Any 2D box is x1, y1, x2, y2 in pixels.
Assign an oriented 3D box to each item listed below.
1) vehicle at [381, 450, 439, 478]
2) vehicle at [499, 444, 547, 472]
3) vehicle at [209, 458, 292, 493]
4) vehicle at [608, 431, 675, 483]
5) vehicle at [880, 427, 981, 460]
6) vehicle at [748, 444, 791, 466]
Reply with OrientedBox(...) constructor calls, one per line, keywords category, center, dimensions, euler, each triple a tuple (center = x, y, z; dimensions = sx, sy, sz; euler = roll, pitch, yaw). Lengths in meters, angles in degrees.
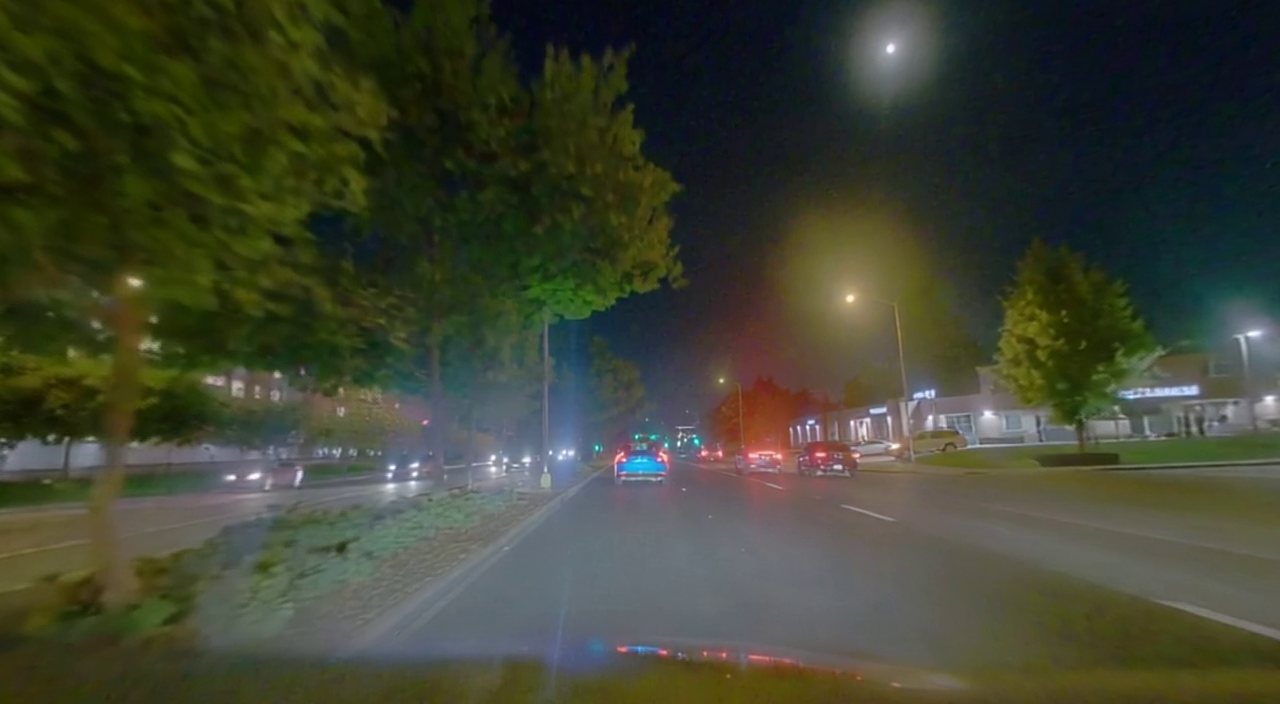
OrientedBox(category="vehicle", center=(-13.858, 6.751, 38.347), dimensions=(1.936, 1.479, 4.510), euler=(0, -8, -1))
OrientedBox(category="vehicle", center=(-7.411, 6.736, 40.425), dimensions=(2.078, 1.694, 4.611), euler=(0, -8, 2))
OrientedBox(category="vehicle", center=(-19.999, 6.335, 32.648), dimensions=(1.811, 1.555, 3.815), euler=(0, -8, 0))
OrientedBox(category="vehicle", center=(0.015, 3.883, 23.624), dimensions=(2.266, 1.762, 4.131), euler=(0, -8, -1))
OrientedBox(category="vehicle", center=(19.644, 6.215, 42.992), dimensions=(5.677, 2.171, 2.393), euler=(0, -8, 4))
OrientedBox(category="vehicle", center=(9.090, 7.284, 44.786), dimensions=(2.045, 1.484, 4.342), euler=(0, -8, -1))
